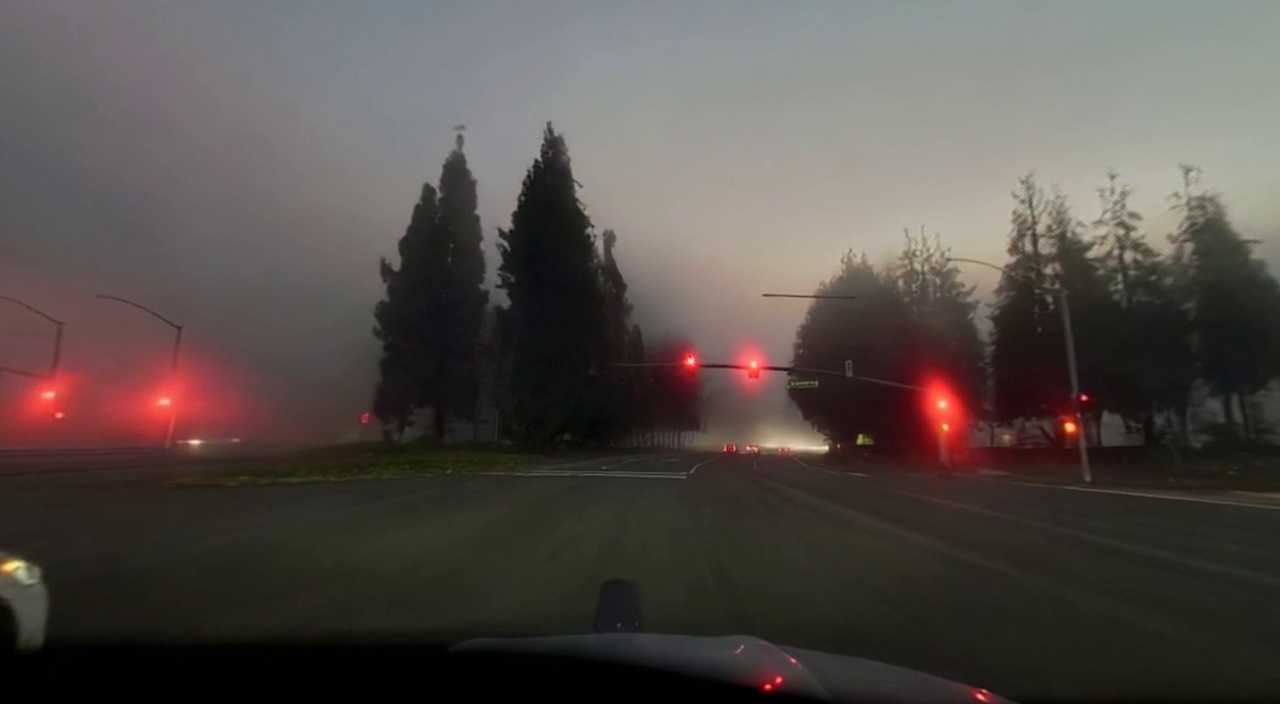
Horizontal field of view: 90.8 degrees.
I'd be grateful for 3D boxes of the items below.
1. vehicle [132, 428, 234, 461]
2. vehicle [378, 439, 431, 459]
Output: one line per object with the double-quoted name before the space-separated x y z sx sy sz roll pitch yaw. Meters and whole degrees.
"vehicle" -27.076 5.545 37.694 1.972 1.817 4.846 -2 -9 9
"vehicle" -18.460 7.622 49.798 1.844 1.455 4.538 -2 -9 9
